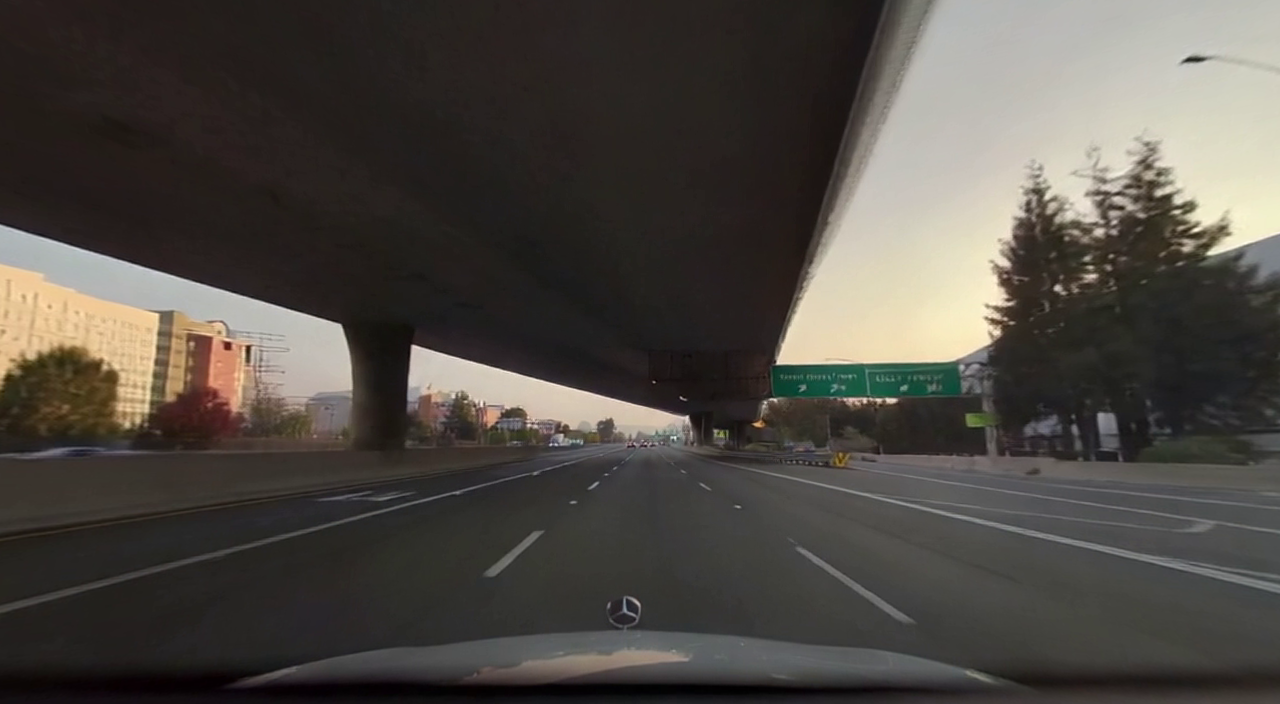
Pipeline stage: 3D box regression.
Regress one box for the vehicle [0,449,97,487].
[{"bbox_3d":[-27.336,5.097,28.053,1.927,1.517,4.739,0,-9,2],"label":"vehicle"}]
